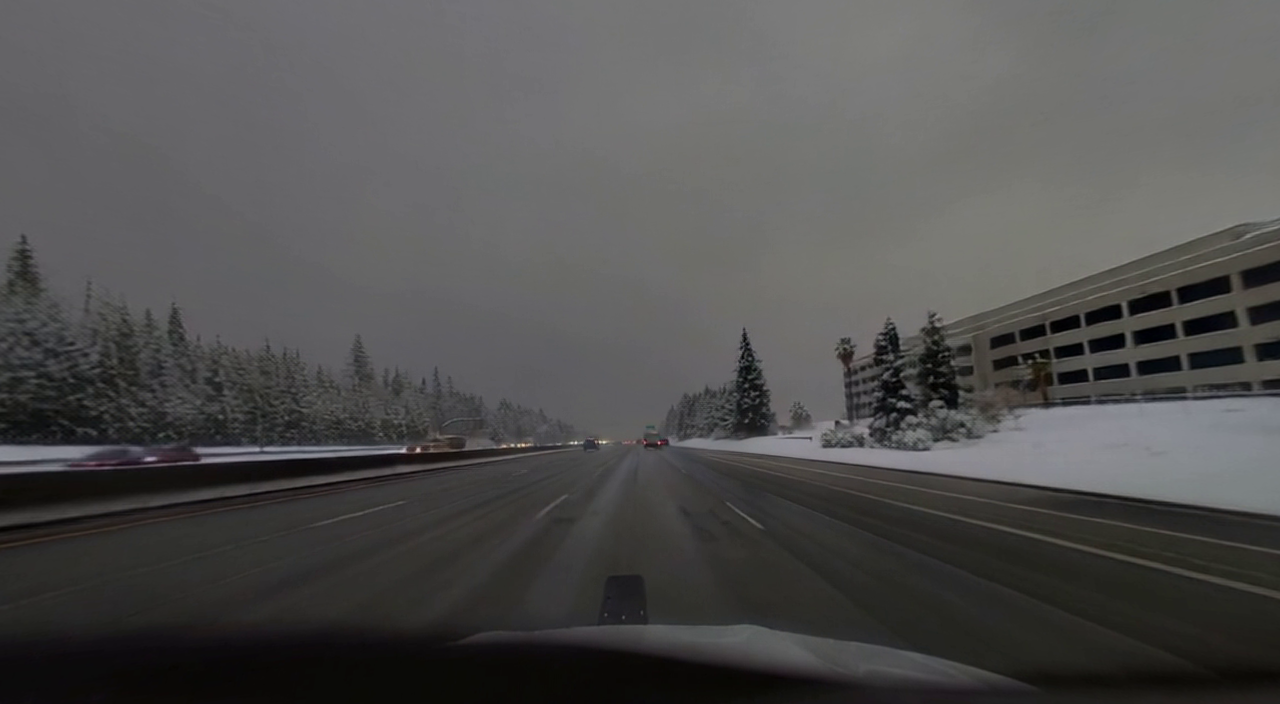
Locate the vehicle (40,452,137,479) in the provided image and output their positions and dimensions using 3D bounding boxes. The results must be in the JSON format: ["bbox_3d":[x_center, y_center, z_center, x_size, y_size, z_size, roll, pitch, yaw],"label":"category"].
[{"bbox_3d":[-34.400,7.055,39.358,1.877,1.546,4.656,0,-8,0],"label":"vehicle"}]

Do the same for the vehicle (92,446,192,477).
[{"bbox_3d":[-30.316,6.641,38.435,2.022,1.716,4.899,0,-8,0],"label":"vehicle"}]
